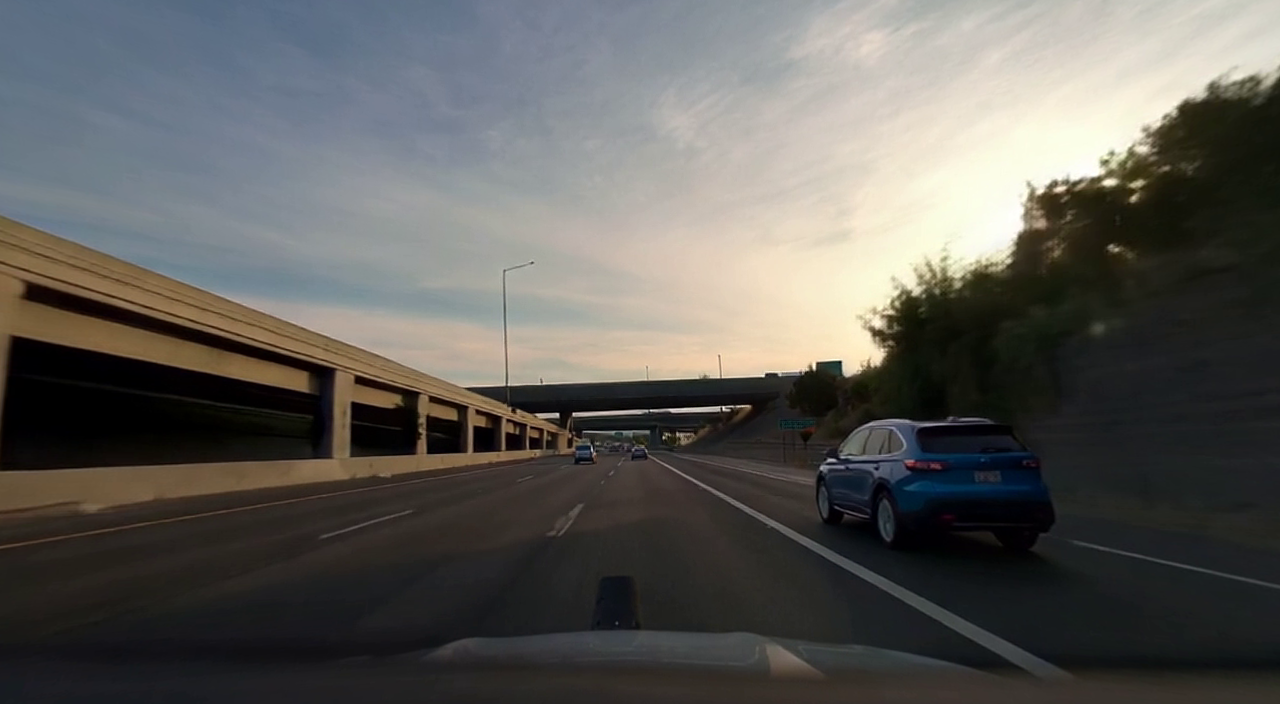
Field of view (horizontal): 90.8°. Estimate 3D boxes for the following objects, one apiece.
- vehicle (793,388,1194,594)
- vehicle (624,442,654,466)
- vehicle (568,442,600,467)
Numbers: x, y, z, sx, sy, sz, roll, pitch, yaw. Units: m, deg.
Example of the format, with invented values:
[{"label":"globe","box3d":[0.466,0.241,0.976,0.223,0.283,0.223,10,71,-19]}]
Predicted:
[{"label":"vehicle","box3d":[3.772,1.591,8.135,2.288,1.841,4.779,0,-8,-1]},{"label":"vehicle","box3d":[-0.129,7.561,47.084,2.132,1.657,3.967,0,-8,-2]},{"label":"vehicle","box3d":[-3.984,7.339,45.456,2.000,1.646,4.201,0,-8,-1]}]
